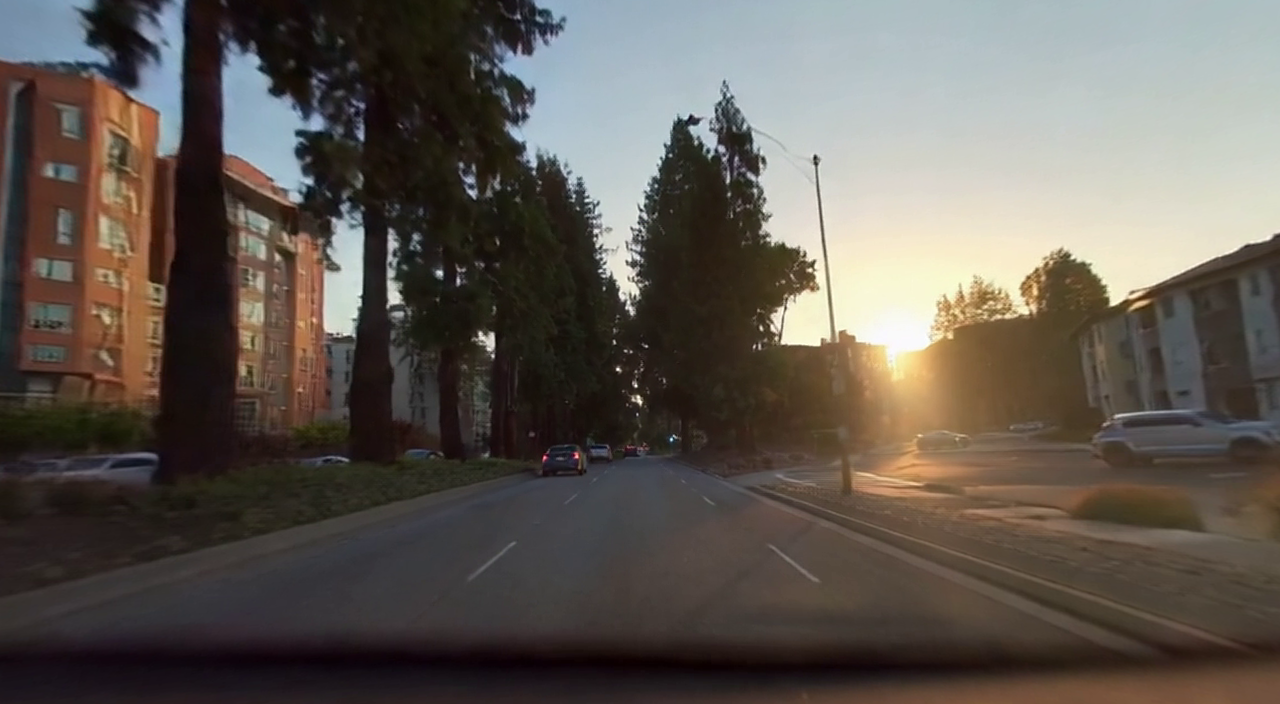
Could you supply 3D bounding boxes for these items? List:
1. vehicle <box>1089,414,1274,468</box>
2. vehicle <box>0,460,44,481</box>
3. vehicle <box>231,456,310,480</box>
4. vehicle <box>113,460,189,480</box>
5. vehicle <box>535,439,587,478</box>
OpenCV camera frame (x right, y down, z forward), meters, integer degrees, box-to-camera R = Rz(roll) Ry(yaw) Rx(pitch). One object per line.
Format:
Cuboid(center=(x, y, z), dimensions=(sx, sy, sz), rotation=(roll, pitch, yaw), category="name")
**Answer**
Cuboid(center=(17.669, 2.960, 21.061), dimensions=(1.995, 1.554, 4.943), rotation=(-1, -8, 3), category="vehicle")
Cuboid(center=(-48.198, 8.949, 47.799), dimensions=(4.252, 1.460, 1.865), rotation=(0, -9, 0), category="vehicle")
Cuboid(center=(-25.846, 8.089, 44.365), dimensions=(1.812, 1.507, 4.428), rotation=(-5, -10, 26), category="vehicle")
Cuboid(center=(-36.927, 8.893, 47.749), dimensions=(4.257, 1.446, 1.817), rotation=(0, -9, 2), category="vehicle")
Cuboid(center=(-3.770, 5.186, 30.875), dimensions=(1.959, 1.741, 4.141), rotation=(0, -9, 1), category="vehicle")
